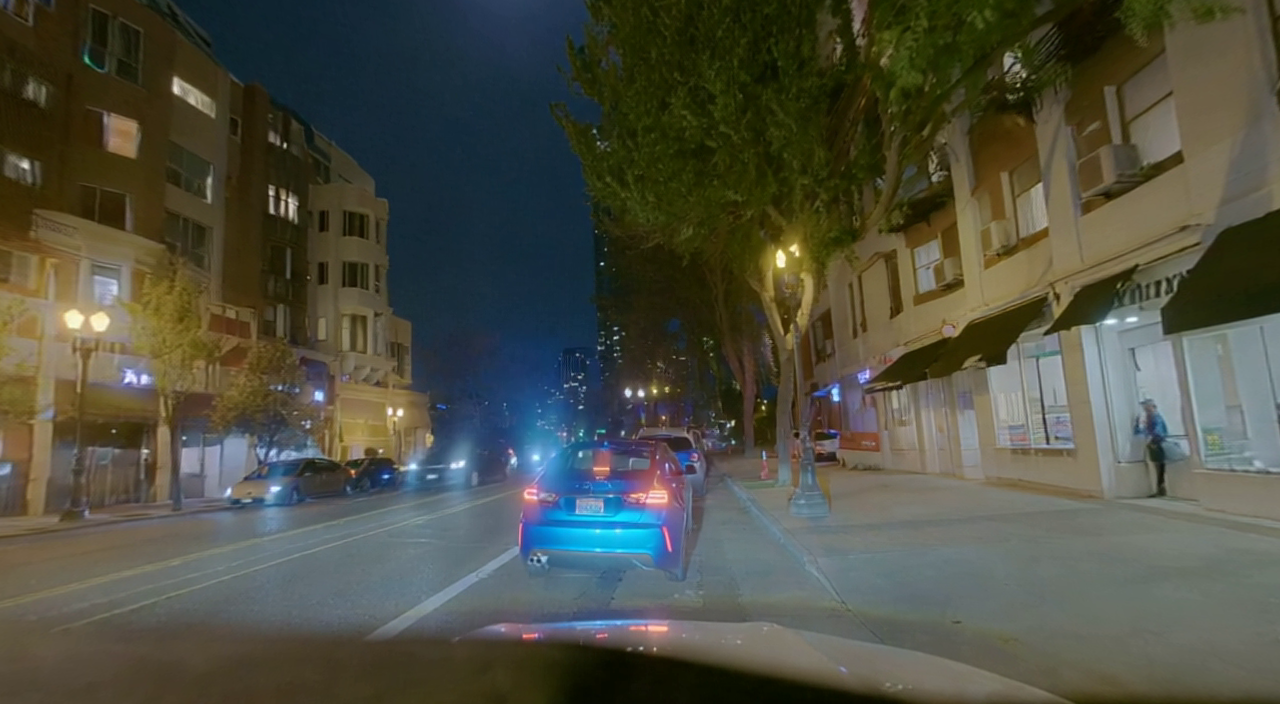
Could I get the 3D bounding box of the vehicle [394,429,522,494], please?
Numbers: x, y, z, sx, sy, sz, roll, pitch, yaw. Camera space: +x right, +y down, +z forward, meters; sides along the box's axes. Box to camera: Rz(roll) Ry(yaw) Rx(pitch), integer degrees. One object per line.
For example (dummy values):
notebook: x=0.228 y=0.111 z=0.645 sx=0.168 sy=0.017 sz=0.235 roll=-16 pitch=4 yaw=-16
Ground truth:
vehicle: x=-5.557 y=3.421 z=20.065 sx=2.071 sy=1.811 sz=4.711 roll=-2 pitch=-8 yaw=9

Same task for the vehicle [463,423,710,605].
vehicle: x=-0.268 y=1.636 z=7.294 sx=1.939 sy=1.478 sz=3.922 roll=-2 pitch=-8 yaw=9

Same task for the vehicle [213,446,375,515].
vehicle: x=-11.004 y=4.064 z=20.589 sx=2.081 sy=1.718 sz=5.342 roll=-6 pitch=-9 yaw=3

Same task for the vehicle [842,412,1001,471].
vehicle: x=9.018 y=2.830 z=20.222 sx=4.558 sy=1.528 sz=1.915 roll=0 pitch=-8 yaw=-23
